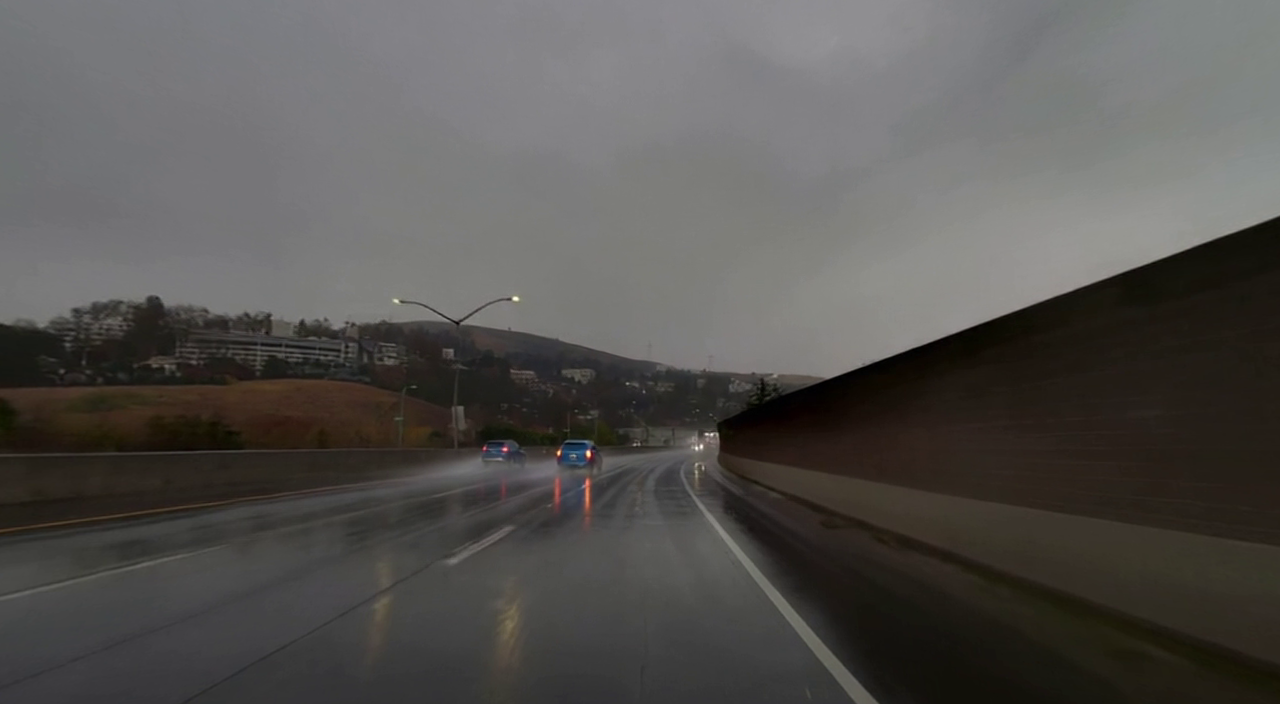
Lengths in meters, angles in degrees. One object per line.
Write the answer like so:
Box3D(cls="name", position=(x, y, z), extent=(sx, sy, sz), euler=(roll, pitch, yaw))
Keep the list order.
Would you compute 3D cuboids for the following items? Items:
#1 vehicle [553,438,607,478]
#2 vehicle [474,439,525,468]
Box3D(cls="vehicle", position=(-2.828, 5.143, 30.781), extent=(2.028, 1.782, 4.150), euler=(-1, -8, 3))
Box3D(cls="vehicle", position=(-9.137, 6.630, 41.449), extent=(2.039, 1.746, 4.528), euler=(-1, -8, 4))
